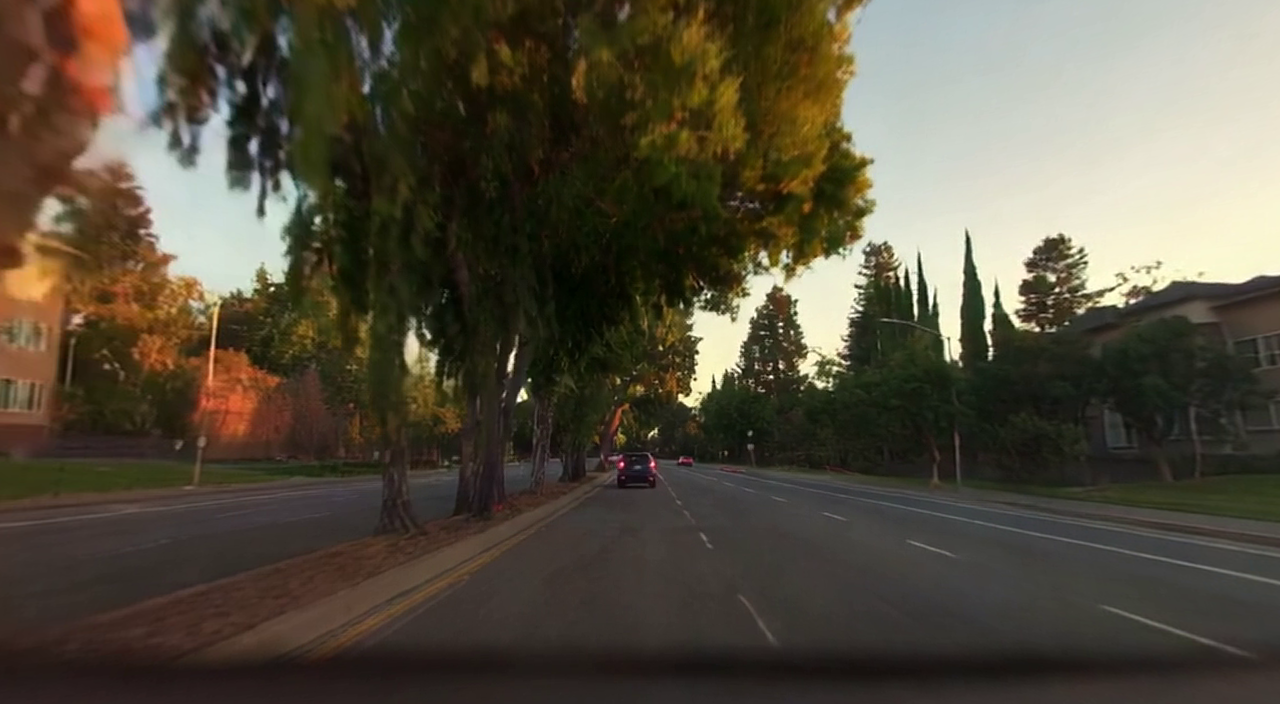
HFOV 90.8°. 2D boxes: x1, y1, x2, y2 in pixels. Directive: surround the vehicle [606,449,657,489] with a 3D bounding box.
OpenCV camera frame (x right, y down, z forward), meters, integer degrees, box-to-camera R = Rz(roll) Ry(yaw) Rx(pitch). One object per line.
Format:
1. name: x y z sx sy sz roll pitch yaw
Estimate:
1. vehicle: -0.295 5.107 27.963 2.093 1.591 4.247 0 -9 1
